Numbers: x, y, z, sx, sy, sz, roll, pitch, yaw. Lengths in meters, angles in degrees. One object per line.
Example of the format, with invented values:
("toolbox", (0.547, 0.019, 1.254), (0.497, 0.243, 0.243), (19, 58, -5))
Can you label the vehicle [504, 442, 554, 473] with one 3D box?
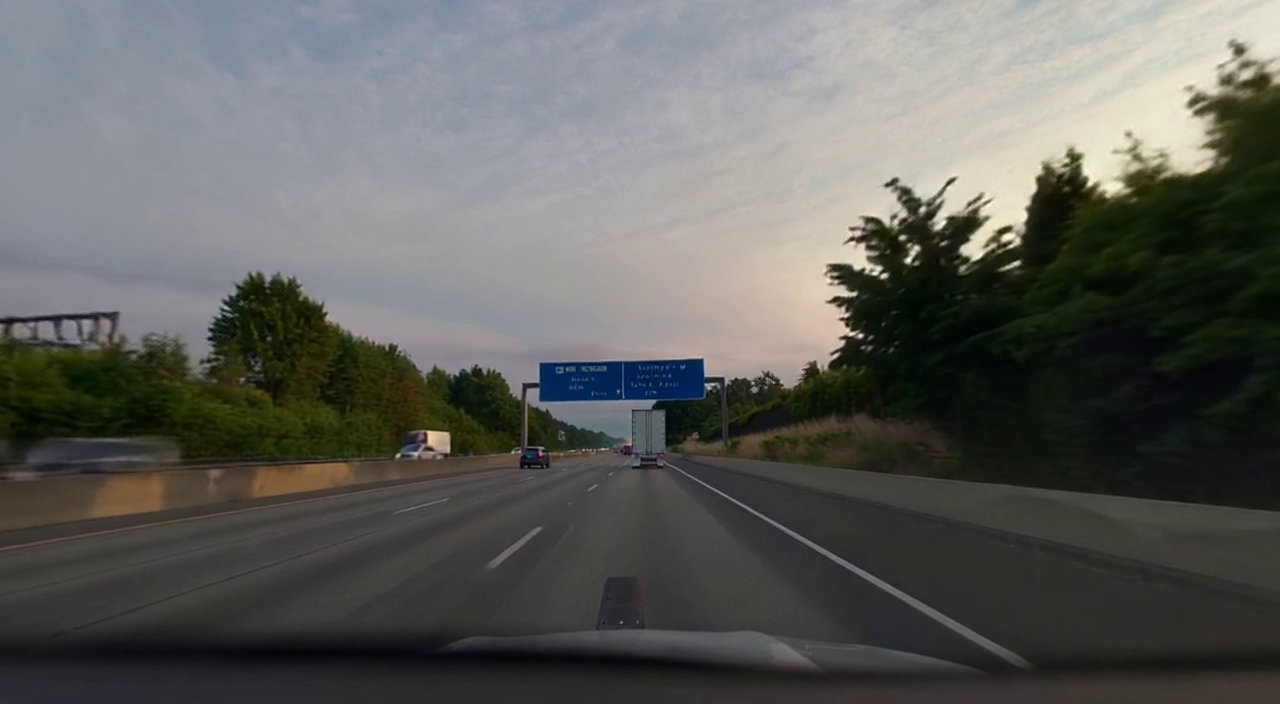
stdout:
("vehicle", (-6.615, 6.353, 37.991), (2.119, 1.754, 4.404), (0, -9, 1))

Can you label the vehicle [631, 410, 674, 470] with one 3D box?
("vehicle", (0.851, 7.075, 49.842), (2.901, 4.032, 14.338), (0, -9, 0))
